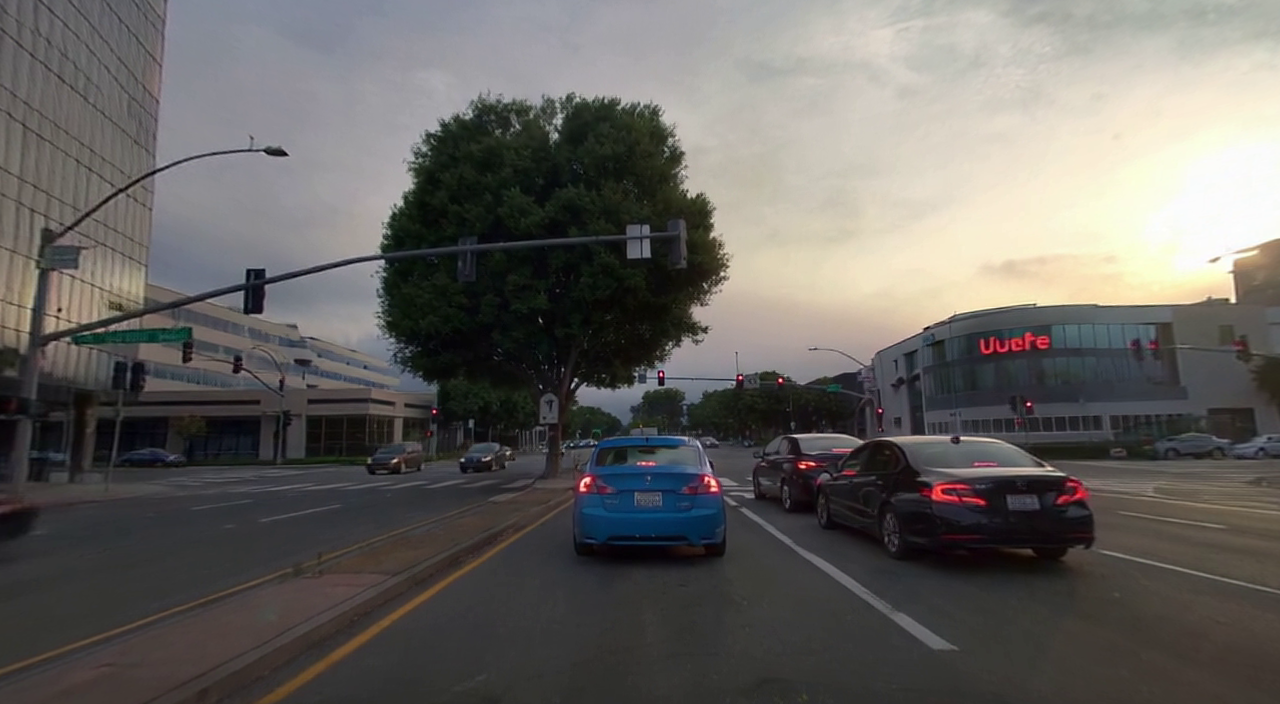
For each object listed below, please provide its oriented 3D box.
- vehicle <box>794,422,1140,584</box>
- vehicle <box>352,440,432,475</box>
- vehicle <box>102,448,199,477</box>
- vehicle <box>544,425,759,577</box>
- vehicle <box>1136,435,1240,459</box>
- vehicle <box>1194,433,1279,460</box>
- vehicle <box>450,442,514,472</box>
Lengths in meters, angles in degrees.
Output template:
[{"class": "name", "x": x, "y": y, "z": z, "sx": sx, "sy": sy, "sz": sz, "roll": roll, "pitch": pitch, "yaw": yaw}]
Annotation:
[{"class": "vehicle", "x": 3.612, "y": 1.757, "z": 8.217, "sx": 2.018, "sy": 1.491, "sz": 4.544, "roll": 0, "pitch": -9, "yaw": -1}, {"class": "vehicle", "x": -12.640, "y": 5.418, "z": 32.552, "sx": 2.166, "sy": 1.659, "sz": 4.654, "roll": 0, "pitch": -9, "yaw": 1}, {"class": "vehicle", "x": -26.677, "y": 6.030, "z": 34.521, "sx": 3.657, "sy": 1.528, "sz": 1.783, "roll": 1, "pitch": -9, "yaw": -3}, {"class": "vehicle", "x": 0.089, "y": 1.759, "z": 8.216, "sx": 2.087, "sy": 1.468, "sz": 4.014, "roll": 0, "pitch": -9, "yaw": -1}, {"class": "vehicle", "x": 34.637, "y": 6.044, "z": 40.040, "sx": 4.616, "sy": 1.476, "sz": 2.165, "roll": 0, "pitch": -9, "yaw": -2}, {"class": "vehicle", "x": 35.211, "y": 5.486, "z": 36.648, "sx": 4.190, "sy": 1.535, "sz": 1.998, "roll": 0, "pitch": -9, "yaw": -1}, {"class": "vehicle", "x": -8.249, "y": 5.524, "z": 33.393, "sx": 2.090, "sy": 1.475, "sz": 4.616, "roll": 0, "pitch": -9, "yaw": 1}]
